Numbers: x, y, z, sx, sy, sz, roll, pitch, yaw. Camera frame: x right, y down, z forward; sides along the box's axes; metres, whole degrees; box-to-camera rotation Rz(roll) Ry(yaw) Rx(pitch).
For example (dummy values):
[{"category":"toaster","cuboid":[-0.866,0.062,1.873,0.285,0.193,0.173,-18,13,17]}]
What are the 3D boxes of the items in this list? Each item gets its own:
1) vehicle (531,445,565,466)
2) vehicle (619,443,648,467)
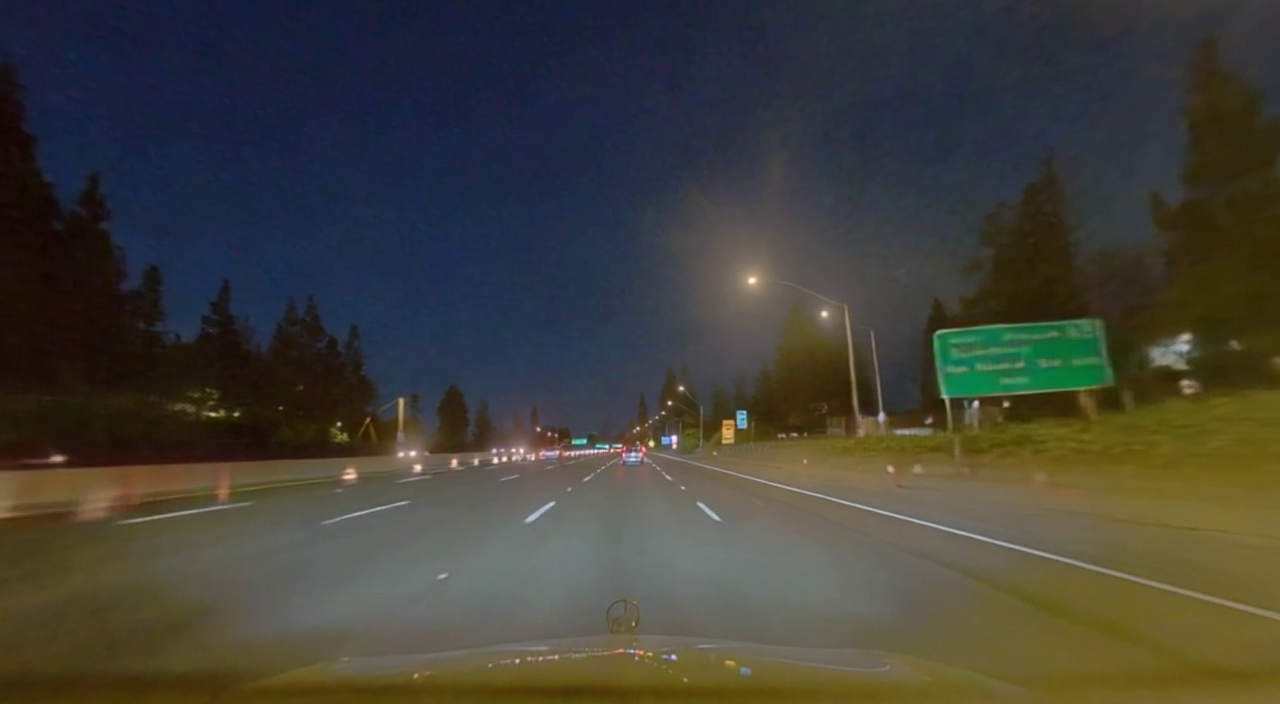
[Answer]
[{"category":"vehicle","cuboid":[-6.996,7.929,48.463,1.997,1.507,4.248,0,-9,0]},{"category":"vehicle","cuboid":[-0.485,7.615,46.885,2.109,1.638,3.856,0,-9,-1]}]
